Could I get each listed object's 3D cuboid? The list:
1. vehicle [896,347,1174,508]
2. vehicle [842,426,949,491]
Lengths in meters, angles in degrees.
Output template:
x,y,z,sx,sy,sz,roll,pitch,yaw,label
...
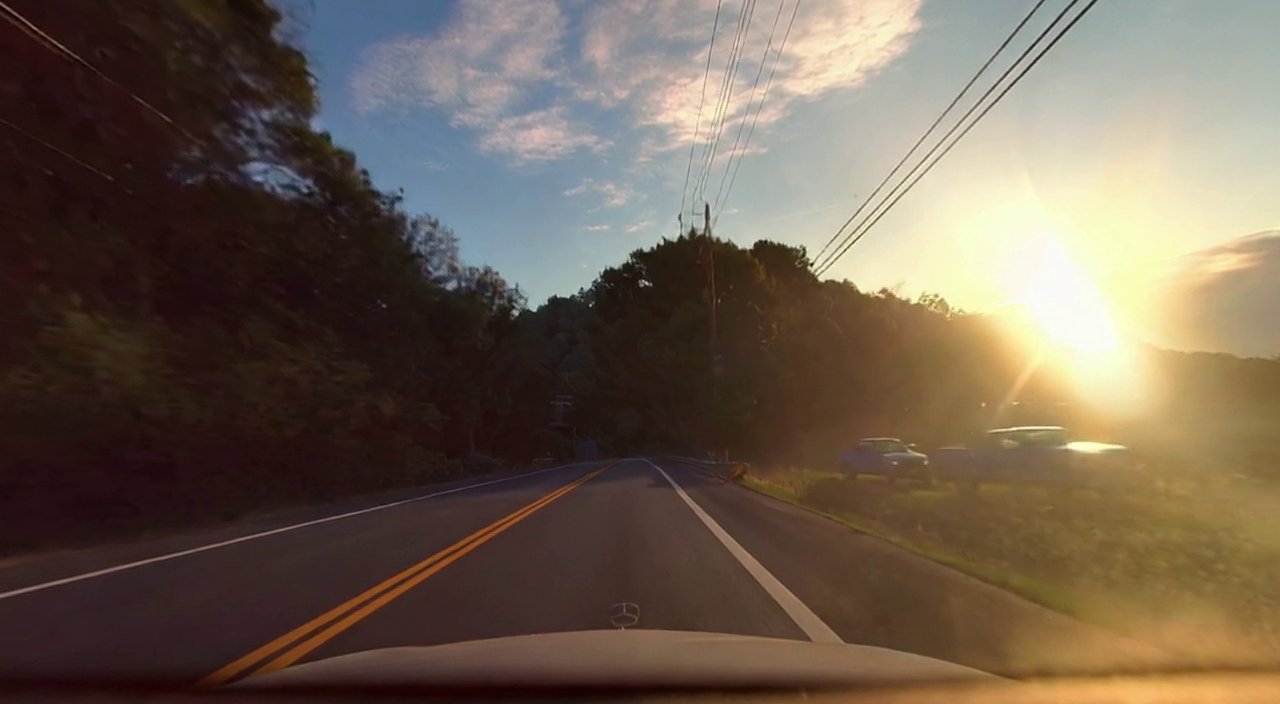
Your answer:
x,y,z,sx,sy,sz,roll,pitch,yaw,label
14.748,3.479,26.921,3.172,4.493,18.371,-2,-9,10,vehicle
12.158,5.088,30.785,2.986,2.613,6.442,-5,-8,6,vehicle
